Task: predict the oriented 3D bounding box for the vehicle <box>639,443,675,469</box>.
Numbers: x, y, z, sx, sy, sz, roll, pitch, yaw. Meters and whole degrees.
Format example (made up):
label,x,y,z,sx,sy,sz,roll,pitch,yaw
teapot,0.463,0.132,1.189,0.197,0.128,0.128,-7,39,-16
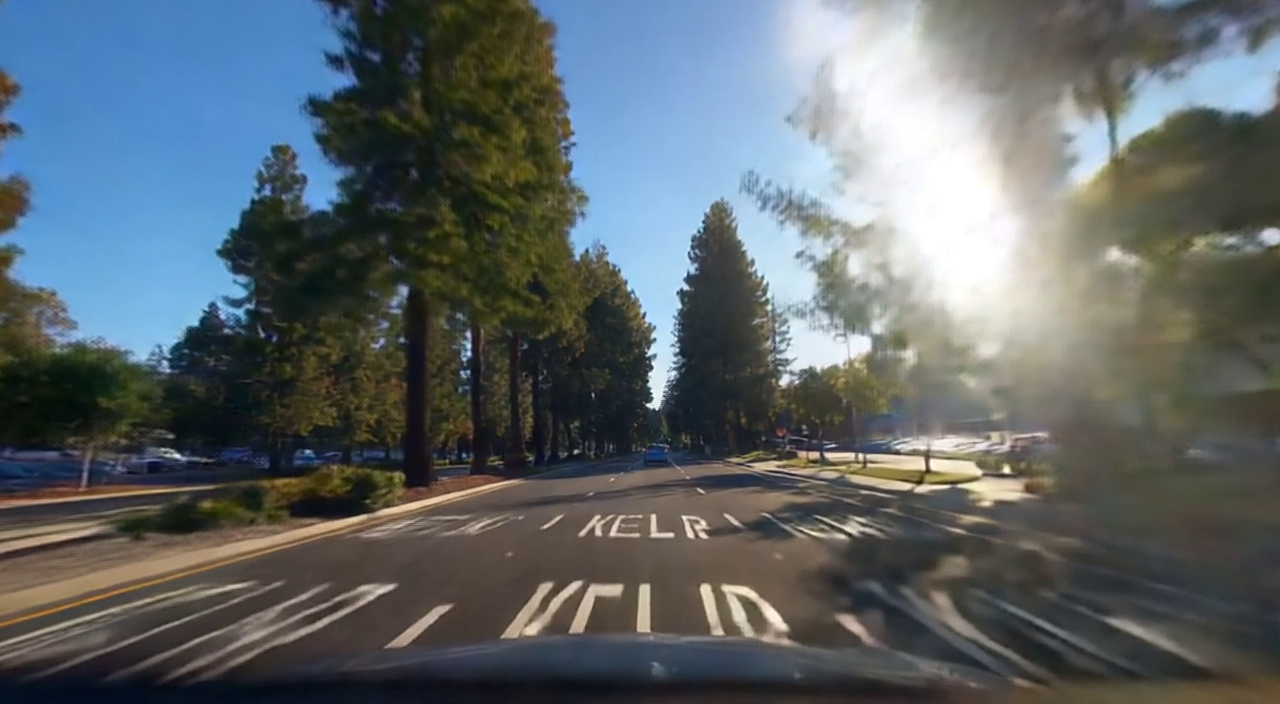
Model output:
label,x,y,z,sx,sy,sz,roll,pitch,yaw
vehicle,1.052,6.594,40.002,2.144,1.505,4.128,0,-9,0
